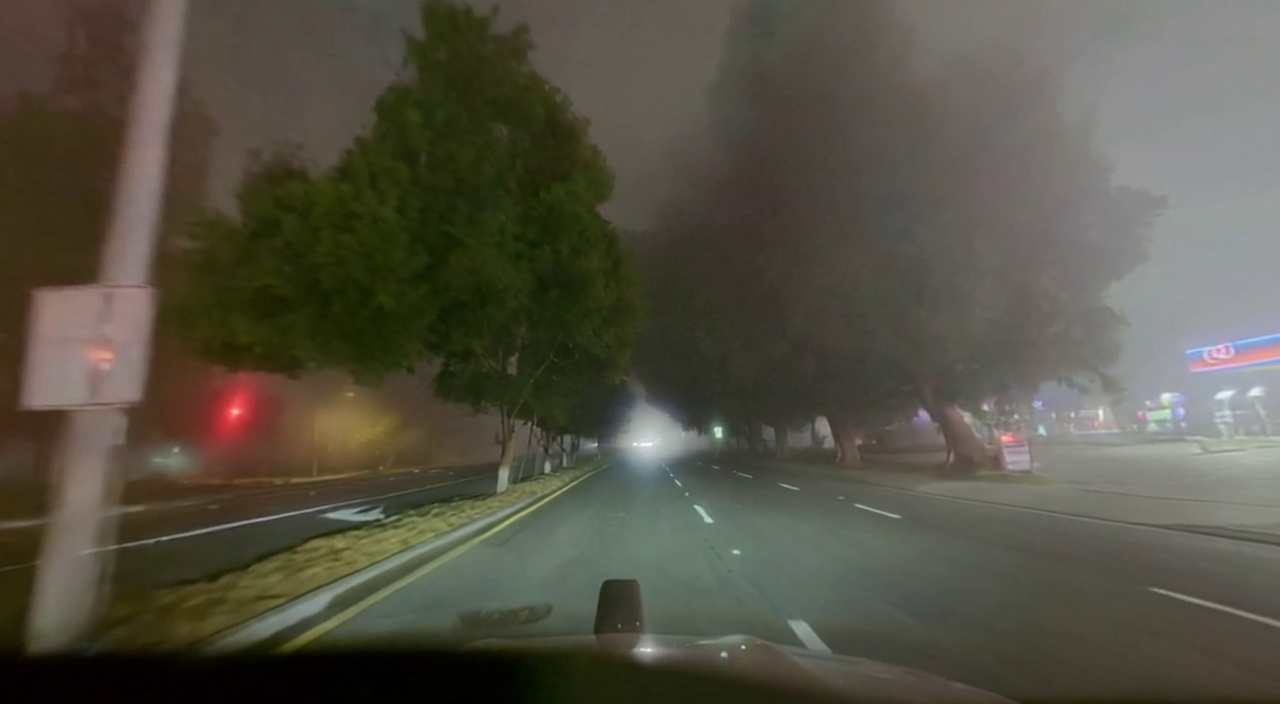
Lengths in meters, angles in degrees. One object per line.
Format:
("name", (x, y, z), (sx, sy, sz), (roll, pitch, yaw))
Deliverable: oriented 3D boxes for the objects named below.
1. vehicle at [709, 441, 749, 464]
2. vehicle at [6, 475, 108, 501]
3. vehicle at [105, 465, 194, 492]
("vehicle", (6.248, 7.132, 44.871), (1.990, 1.508, 4.426), (0, -8, -2))
("vehicle", (-36.290, 8.451, 39.365), (4.646, 1.463, 1.995), (-1, -8, 7))
("vehicle", (-34.660, 8.921, 44.689), (4.935, 1.755, 1.918), (-1, -8, 8))
